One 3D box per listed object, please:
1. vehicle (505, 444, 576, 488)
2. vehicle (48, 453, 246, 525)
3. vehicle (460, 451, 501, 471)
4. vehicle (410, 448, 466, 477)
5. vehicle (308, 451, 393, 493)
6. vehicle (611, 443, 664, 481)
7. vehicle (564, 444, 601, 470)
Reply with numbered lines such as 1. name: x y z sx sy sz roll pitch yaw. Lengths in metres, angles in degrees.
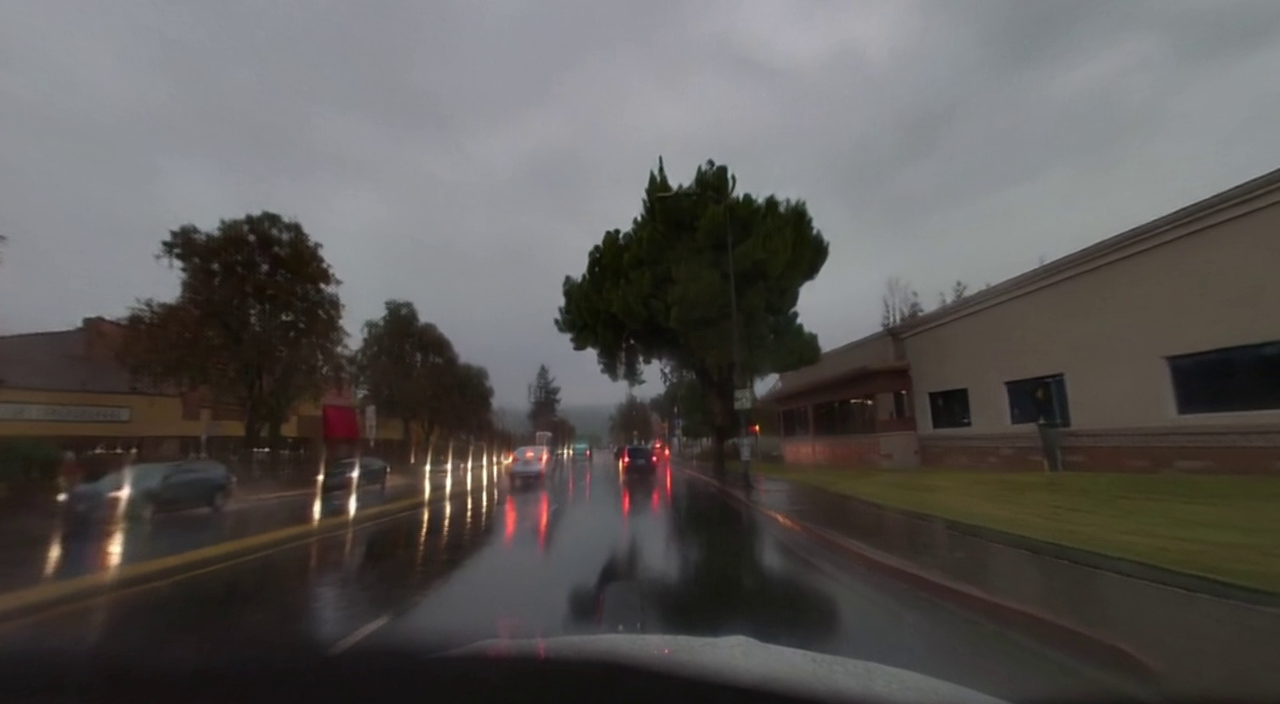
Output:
1. vehicle: -3.567 4.136 23.312 1.921 1.477 4.083 0 -8 0
2. vehicle: -14.452 3.990 18.994 2.050 1.786 4.633 -1 -8 3
3. vehicle: -12.489 8.559 49.793 1.909 1.462 4.608 -1 -8 2
4. vehicle: -13.029 7.136 41.087 1.999 1.755 4.518 -1 -8 3
5. vehicle: -13.431 5.539 29.602 1.936 1.656 4.284 -3 -8 1
6. vehicle: -0.198 4.653 27.074 2.085 1.475 3.976 0 -8 -2
7. vehicle: -3.539 6.517 39.508 1.887 1.517 4.254 0 -8 1
